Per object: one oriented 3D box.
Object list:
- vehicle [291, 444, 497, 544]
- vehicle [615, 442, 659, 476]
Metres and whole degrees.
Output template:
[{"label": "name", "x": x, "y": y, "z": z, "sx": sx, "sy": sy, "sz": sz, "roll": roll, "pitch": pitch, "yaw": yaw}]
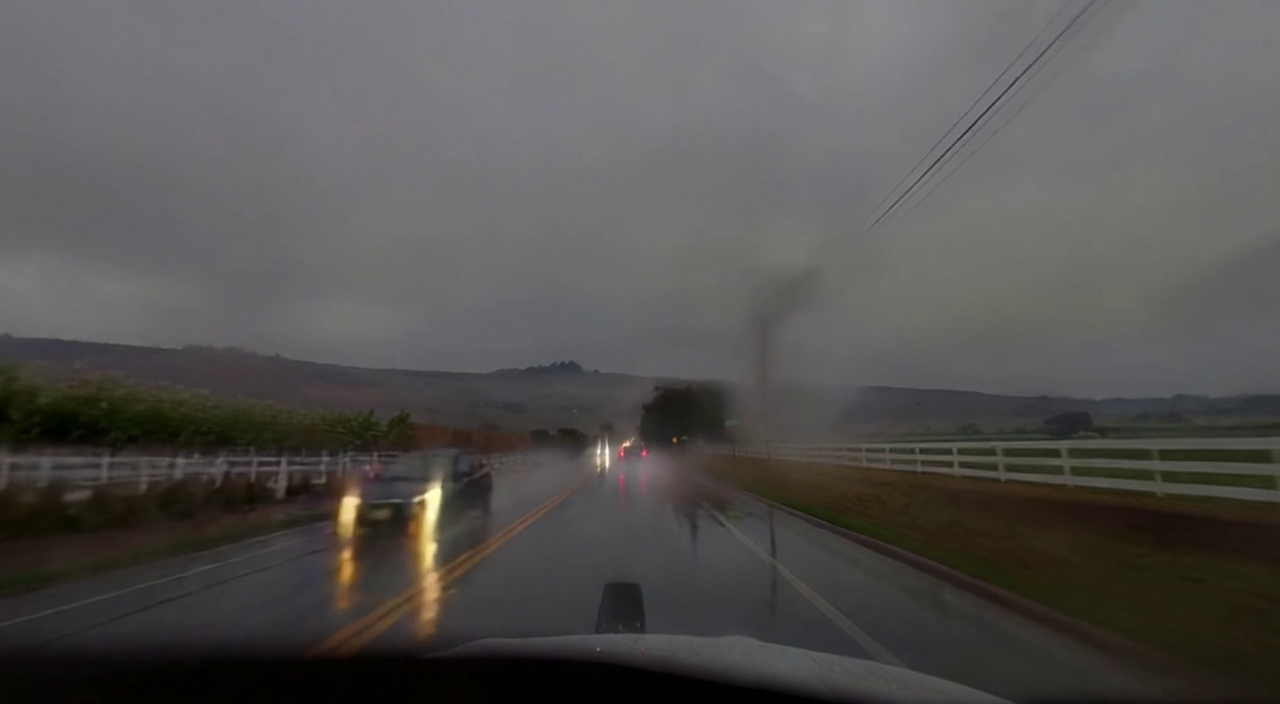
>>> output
[{"label": "vehicle", "x": -4.423, "y": 2.601, "z": 12.373, "sx": 2.107, "sy": 1.534, "sz": 4.752, "roll": 0, "pitch": -9, "yaw": 0}, {"label": "vehicle", "x": -0.165, "y": 5.580, "z": 33.253, "sx": 2.158, "sy": 1.669, "sz": 4.006, "roll": 0, "pitch": -9, "yaw": 0}]
